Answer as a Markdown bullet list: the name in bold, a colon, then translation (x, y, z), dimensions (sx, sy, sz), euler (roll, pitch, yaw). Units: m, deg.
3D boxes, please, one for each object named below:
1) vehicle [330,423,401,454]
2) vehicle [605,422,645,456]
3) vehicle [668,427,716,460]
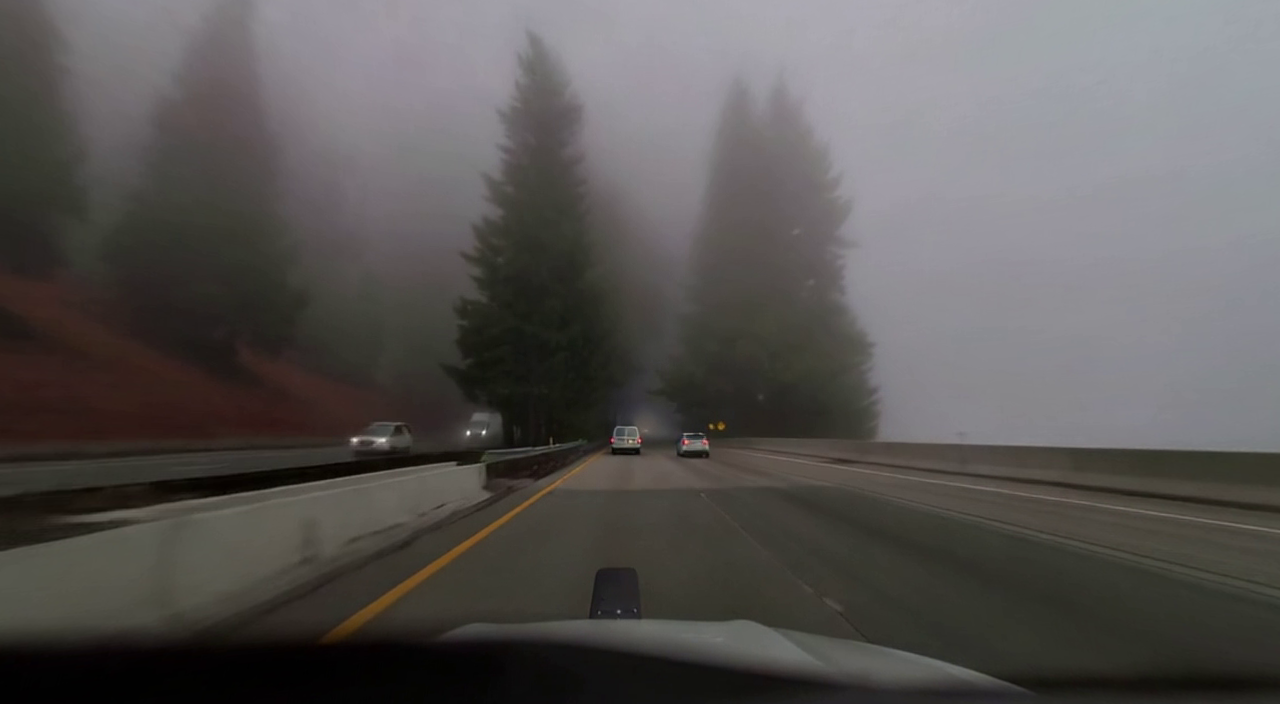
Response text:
- **vehicle**: translation (-14.220, 4.501, 32.977), dimensions (1.845, 1.509, 4.226), euler (0, -8, 0)
- **vehicle**: translation (-0.943, 5.454, 39.692), dimensions (2.403, 1.994, 4.683), euler (0, -8, -1)
- **vehicle**: translation (2.647, 4.745, 32.741), dimensions (1.996, 1.589, 3.715), euler (0, -8, -3)
